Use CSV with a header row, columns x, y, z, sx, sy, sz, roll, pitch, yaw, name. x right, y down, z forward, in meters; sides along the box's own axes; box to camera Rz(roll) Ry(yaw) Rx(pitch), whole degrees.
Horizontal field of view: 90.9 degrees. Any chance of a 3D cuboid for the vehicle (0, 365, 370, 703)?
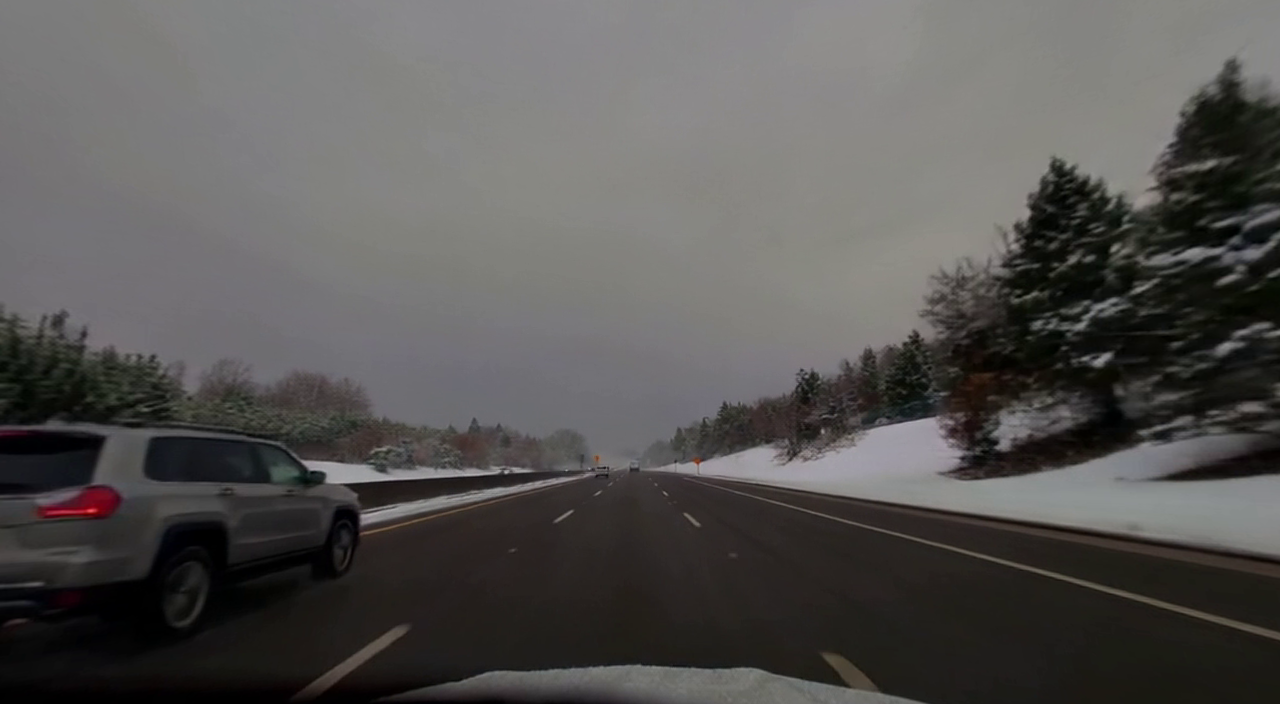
x,y,z,sx,sy,sz,roll,pitch,yaw,name
-4.291,1.262,4.935,2.178,1.736,4.847,1,-10,0,vehicle
